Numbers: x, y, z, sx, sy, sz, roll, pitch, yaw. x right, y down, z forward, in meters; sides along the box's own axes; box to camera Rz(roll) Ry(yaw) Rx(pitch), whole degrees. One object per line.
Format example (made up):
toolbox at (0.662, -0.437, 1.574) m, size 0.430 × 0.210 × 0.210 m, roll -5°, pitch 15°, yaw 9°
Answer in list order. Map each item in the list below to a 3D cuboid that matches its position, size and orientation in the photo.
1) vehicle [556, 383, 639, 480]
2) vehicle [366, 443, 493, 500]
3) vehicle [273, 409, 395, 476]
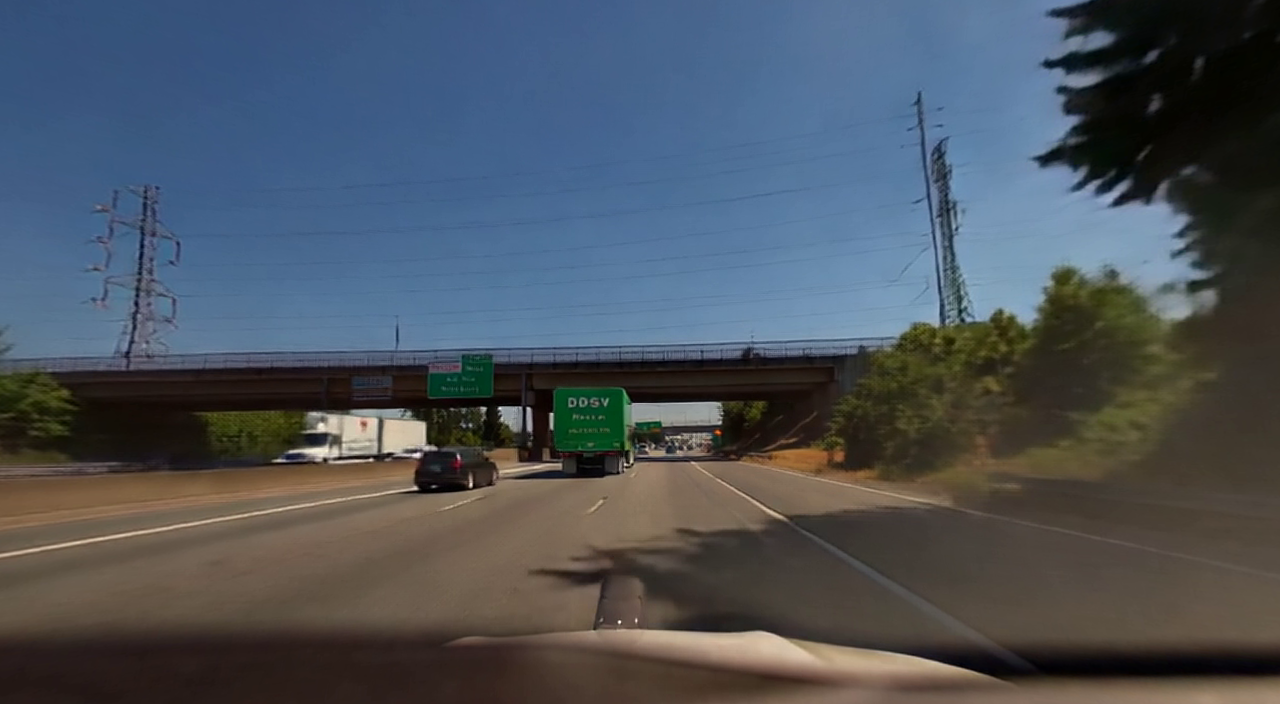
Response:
vehicle at (-1.759, 4.284, 32.500) m, size 3.025 × 4.002 × 12.709 m, roll 0°, pitch -9°, yaw 2°
vehicle at (-5.994, 3.453, 18.630) m, size 1.958 × 1.467 × 4.737 m, roll 0°, pitch -9°, yaw 2°
vehicle at (-20.820, 6.358, 43.847) m, size 2.942 × 4.086 × 10.219 m, roll -1°, pitch -9°, yaw 2°
